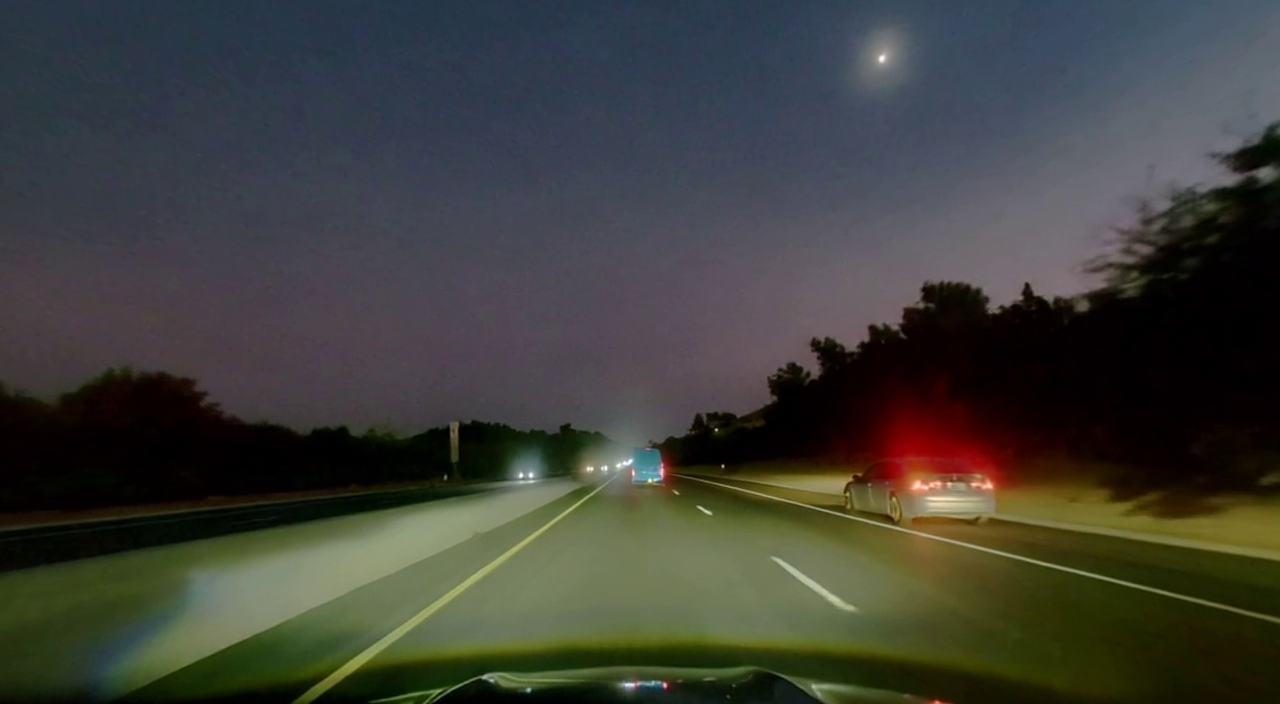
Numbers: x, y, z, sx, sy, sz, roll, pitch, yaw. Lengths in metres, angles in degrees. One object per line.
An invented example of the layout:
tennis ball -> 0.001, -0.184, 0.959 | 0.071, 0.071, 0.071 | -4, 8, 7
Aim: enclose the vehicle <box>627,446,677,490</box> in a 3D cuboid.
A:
vehicle -> 0.573, 6.288, 34.238 | 2.429, 2.167, 4.558 | 1, -11, -2
